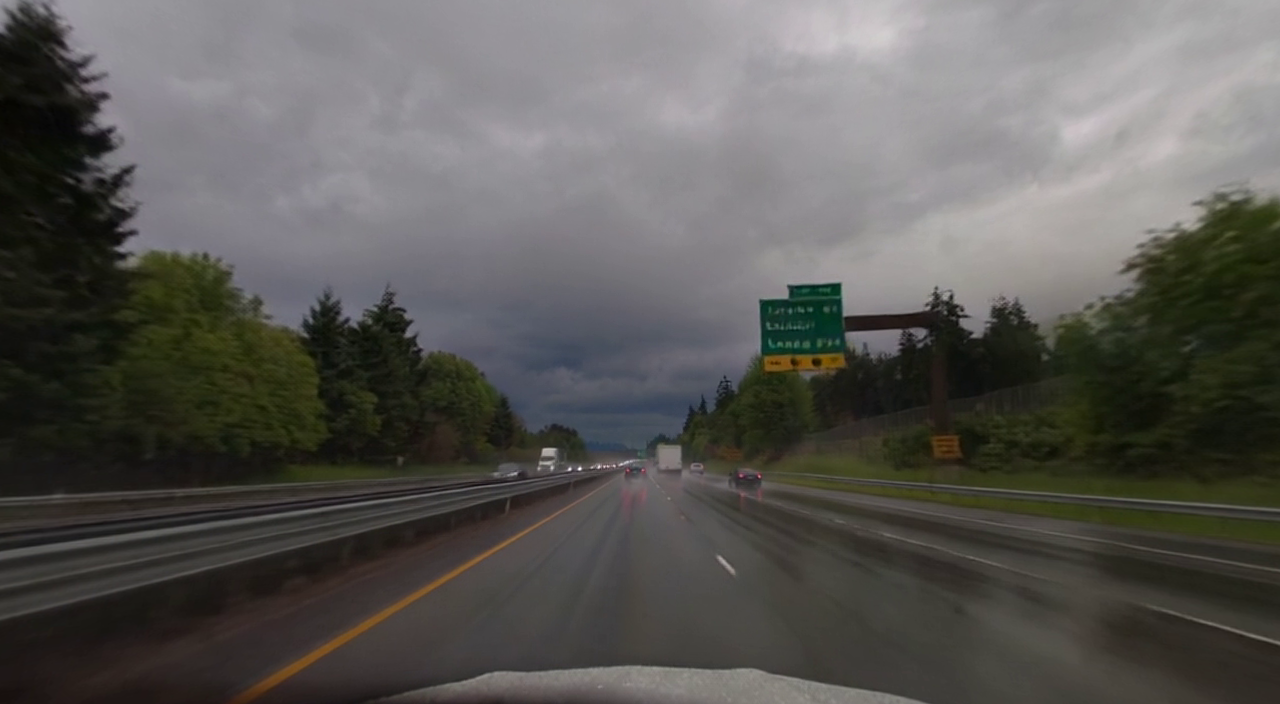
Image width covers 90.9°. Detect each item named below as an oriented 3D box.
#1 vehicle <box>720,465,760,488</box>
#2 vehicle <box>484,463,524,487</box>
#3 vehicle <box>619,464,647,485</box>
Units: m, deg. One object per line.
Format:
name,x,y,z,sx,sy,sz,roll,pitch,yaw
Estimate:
vehicle,7.046,8.800,44.710,1.977,1.494,4.311,1,-10,-2
vehicle,-9.529,8.659,44.432,1.910,1.532,4.251,1,-10,0
vehicle,-0.546,9.172,47.134,2.025,1.452,3.927,1,-10,-1
